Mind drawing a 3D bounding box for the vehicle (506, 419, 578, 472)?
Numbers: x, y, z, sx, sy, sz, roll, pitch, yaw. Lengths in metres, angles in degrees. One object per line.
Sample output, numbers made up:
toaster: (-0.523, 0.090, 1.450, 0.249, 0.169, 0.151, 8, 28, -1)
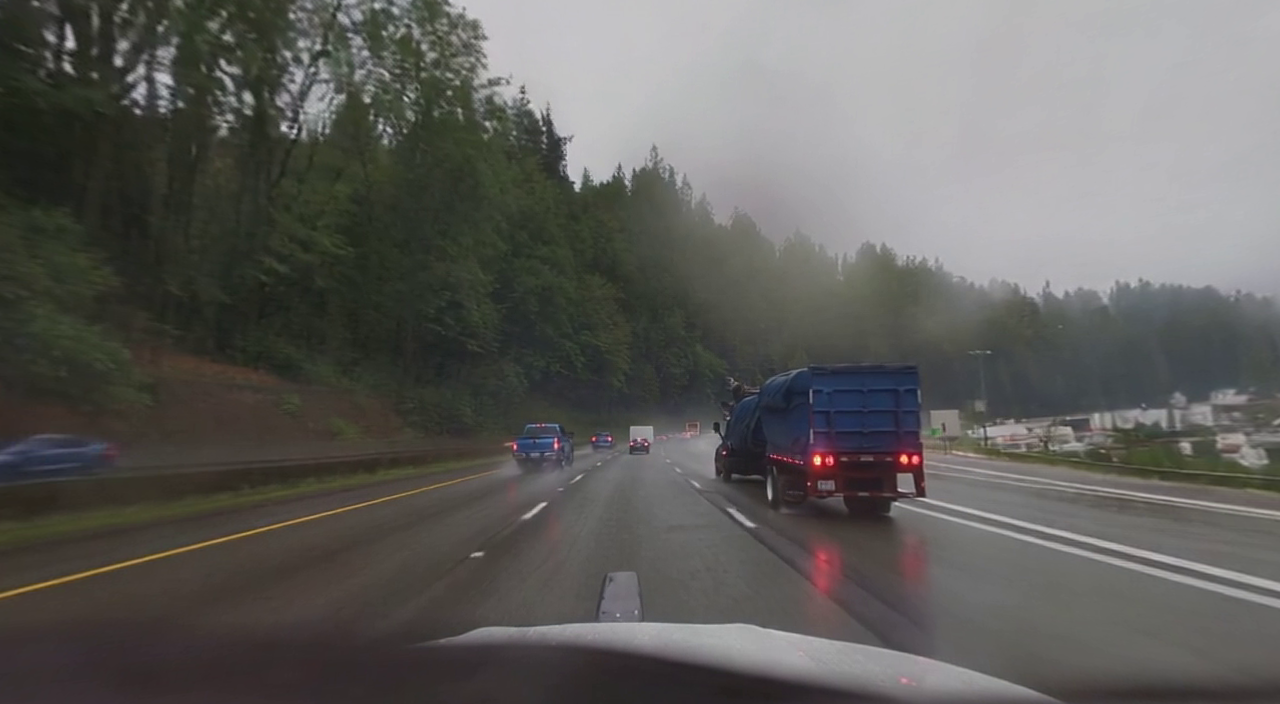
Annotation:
vehicle: (-3.889, 3.819, 25.975, 2.204, 1.991, 4.720, 0, -8, 0)

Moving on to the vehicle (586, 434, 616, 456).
vehicle: (-2.944, 7.127, 48.267, 2.008, 1.588, 4.147, 0, -8, 1)

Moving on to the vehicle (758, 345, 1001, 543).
vehicle: (3.500, 1.454, 10.298, 2.256, 2.568, 4.049, 0, -8, -1)
